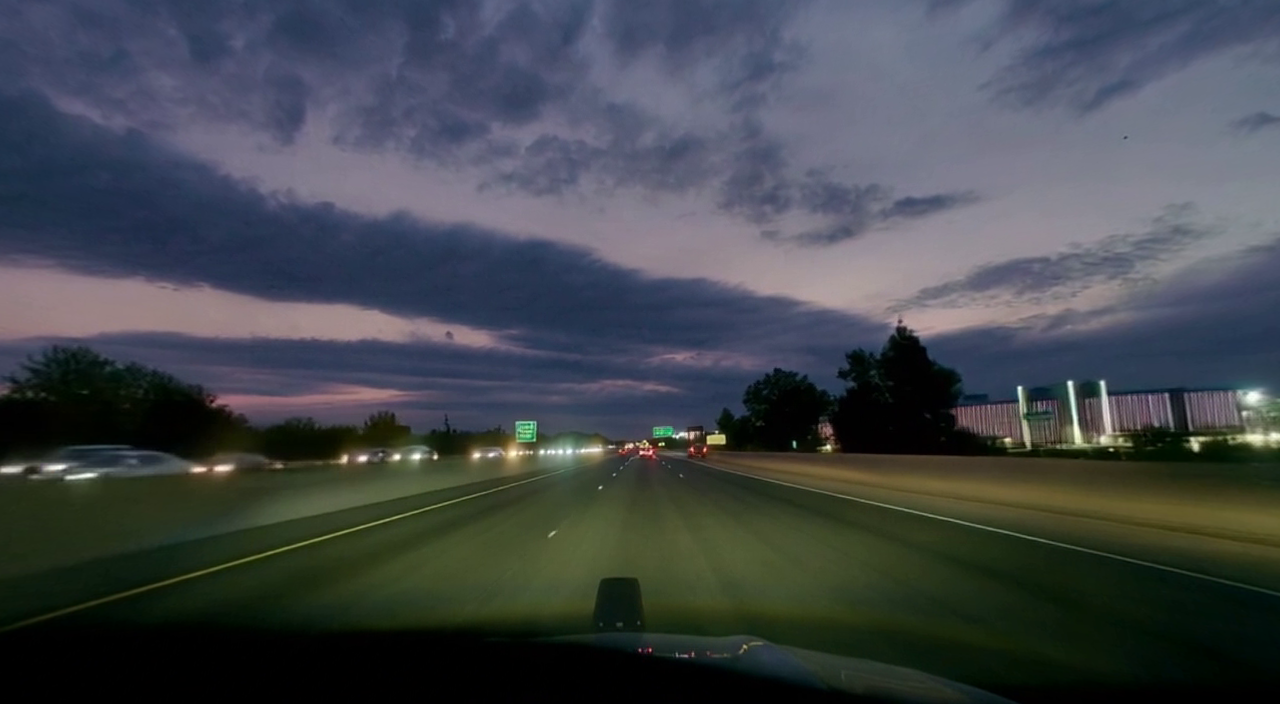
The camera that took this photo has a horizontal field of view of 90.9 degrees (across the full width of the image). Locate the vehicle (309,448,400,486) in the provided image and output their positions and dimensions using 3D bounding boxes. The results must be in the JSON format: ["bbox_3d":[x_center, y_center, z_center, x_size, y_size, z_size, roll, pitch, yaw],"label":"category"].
[{"bbox_3d":[-11.635,4.710,26.004,1.893,1.419,3.812,-1,-9,1],"label":"vehicle"}]

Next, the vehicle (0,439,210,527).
[{"bbox_3d":[-11.669,2.597,13.077,2.025,1.474,4.804,0,-9,1],"label":"vehicle"}]

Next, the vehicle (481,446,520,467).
[{"bbox_3d":[-10.906,8.170,49.546,1.969,1.539,4.401,-1,-9,2],"label":"vehicle"}]

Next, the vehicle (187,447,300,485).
[{"bbox_3d":[-17.172,4.939,27.608,1.905,1.478,4.646,0,-9,0],"label":"vehicle"}]

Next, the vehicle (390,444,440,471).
[{"bbox_3d":[-16.188,7.582,45.531,1.985,1.819,4.284,0,-9,0],"label":"vehicle"}]
